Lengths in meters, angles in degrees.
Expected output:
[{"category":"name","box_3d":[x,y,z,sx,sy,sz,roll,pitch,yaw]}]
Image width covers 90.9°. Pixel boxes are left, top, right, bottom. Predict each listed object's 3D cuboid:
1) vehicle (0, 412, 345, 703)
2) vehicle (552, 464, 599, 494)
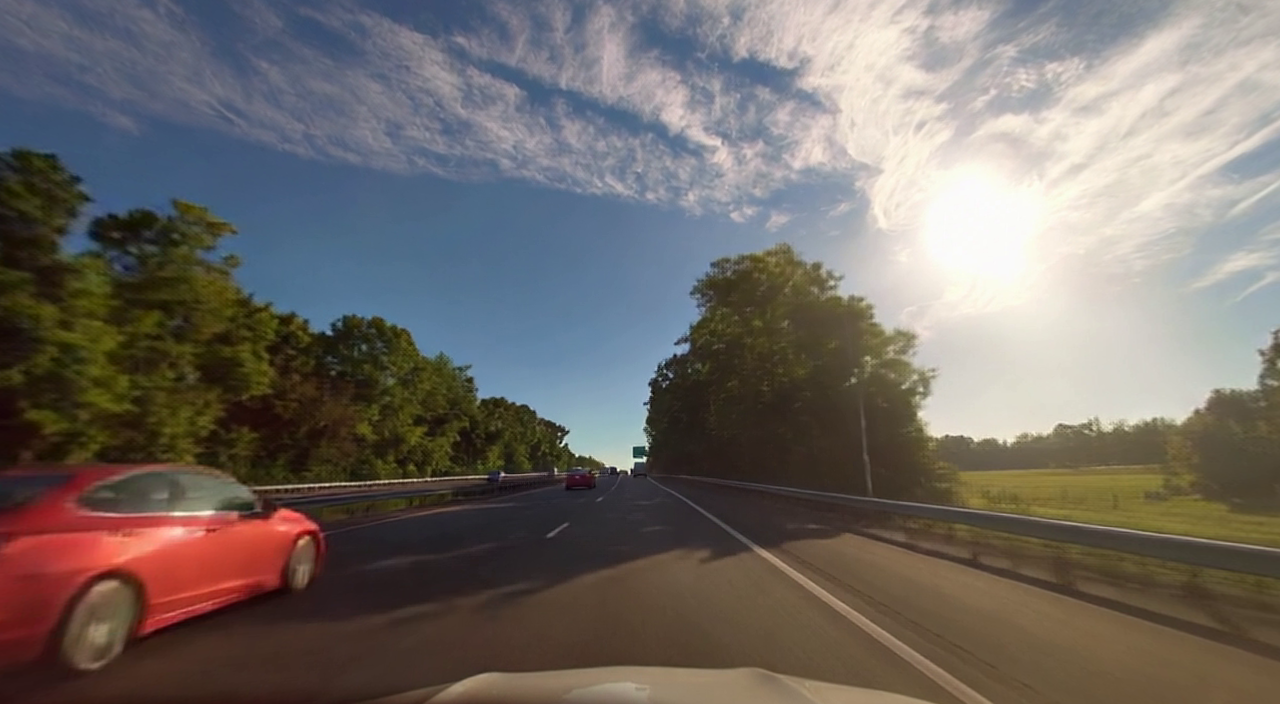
[{"category":"vehicle","box_3d":[-4.307,1.319,4.577,2.040,1.525,4.603,1,-11,0]},{"category":"vehicle","box_3d":[-3.482,6.981,34.808,2.006,1.516,4.820,1,-11,0]}]
